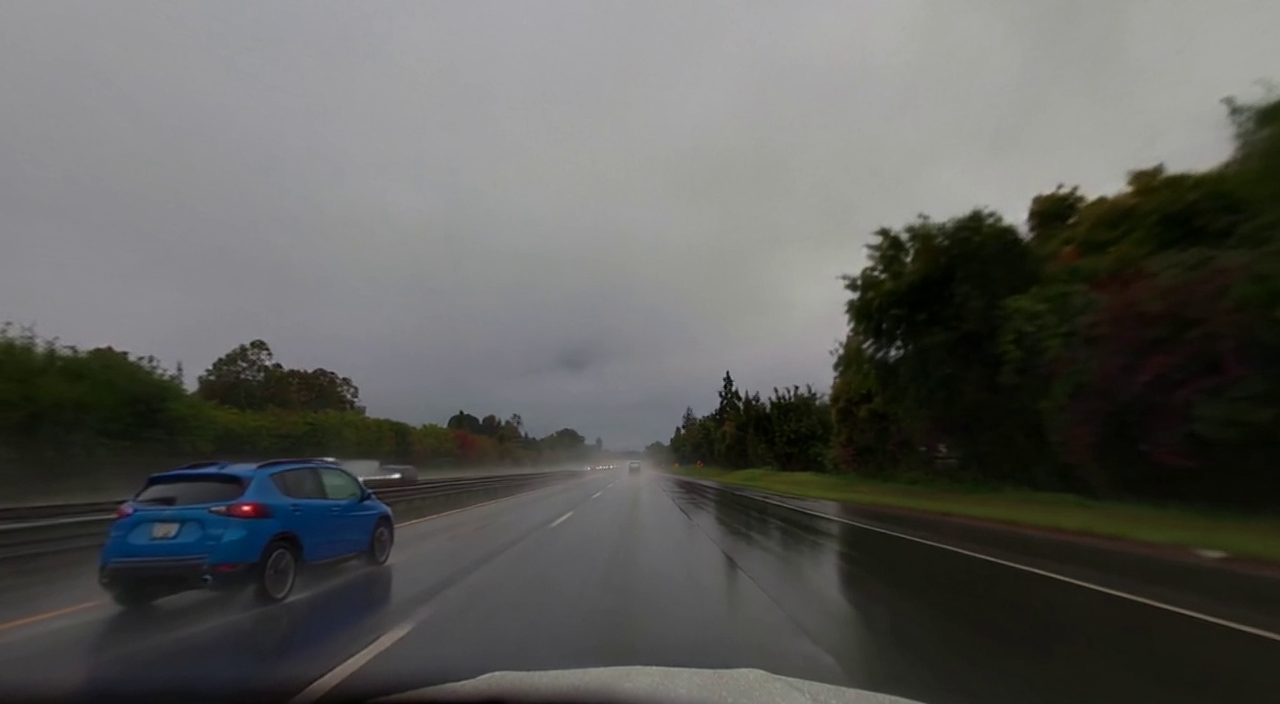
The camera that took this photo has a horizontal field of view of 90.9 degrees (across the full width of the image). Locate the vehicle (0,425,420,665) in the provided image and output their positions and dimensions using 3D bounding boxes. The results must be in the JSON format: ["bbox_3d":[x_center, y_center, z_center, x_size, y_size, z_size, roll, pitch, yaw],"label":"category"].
[{"bbox_3d":[-3.840,1.634,6.238,1.797,1.532,4.072,1,-10,0],"label":"vehicle"}]
